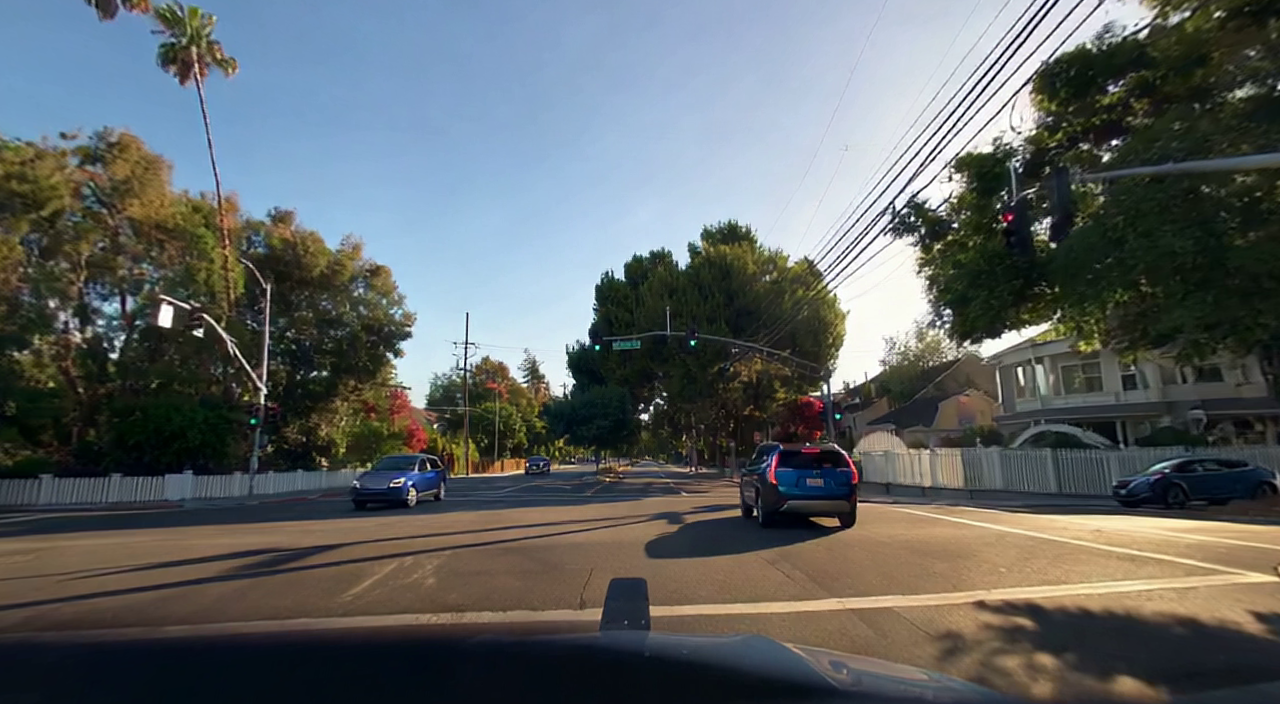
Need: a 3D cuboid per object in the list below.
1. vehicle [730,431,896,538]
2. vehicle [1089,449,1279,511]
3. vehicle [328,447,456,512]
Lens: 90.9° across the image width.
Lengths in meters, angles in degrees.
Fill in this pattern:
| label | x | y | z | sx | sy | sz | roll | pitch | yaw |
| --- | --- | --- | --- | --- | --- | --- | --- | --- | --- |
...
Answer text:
| label | x | y | z | sx | sy | sz | roll | pitch | yaw |
| --- | --- | --- | --- | --- | --- | --- | --- | --- | --- |
| vehicle | 3.376 | 2.688 | 13.484 | 2.144 | 1.843 | 4.827 | 0 | -9 | 0 |
| vehicle | 16.143 | 3.646 | 18.219 | 4.596 | 1.637 | 2.172 | 0 | -9 | 0 |
| vehicle | -7.148 | 3.675 | 18.710 | 1.981 | 1.689 | 4.233 | 0 | -9 | 1 |
